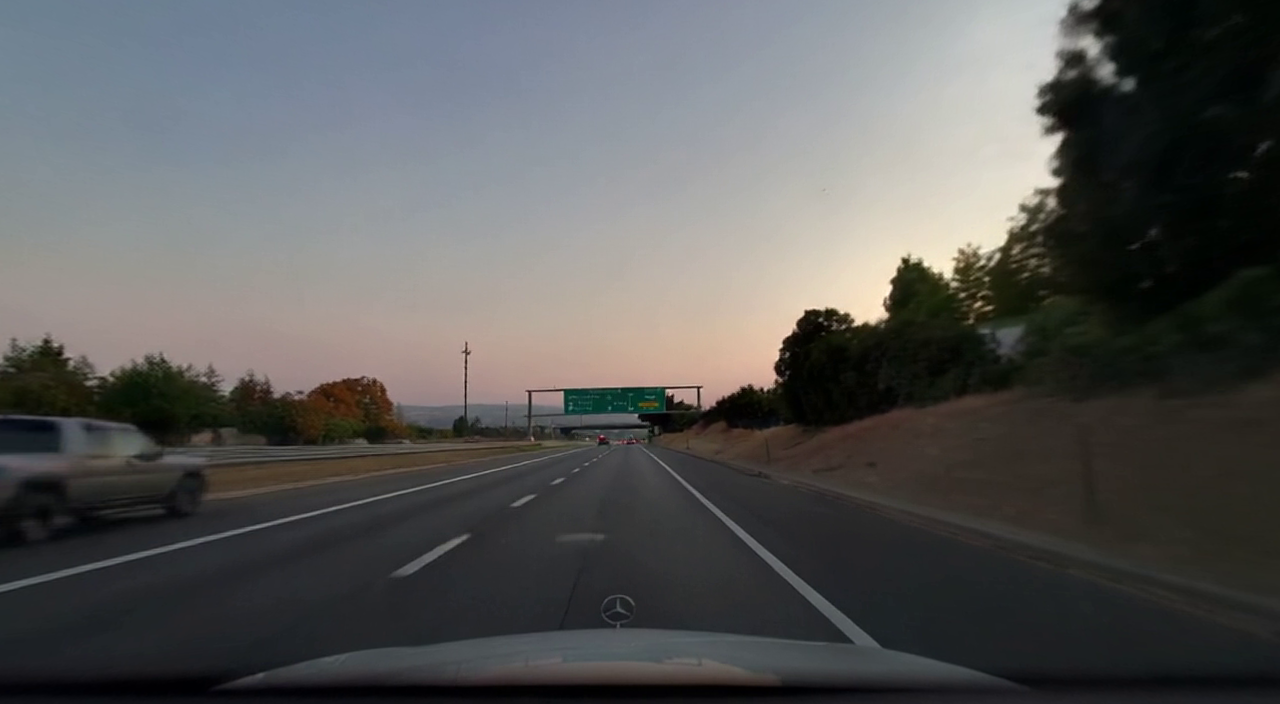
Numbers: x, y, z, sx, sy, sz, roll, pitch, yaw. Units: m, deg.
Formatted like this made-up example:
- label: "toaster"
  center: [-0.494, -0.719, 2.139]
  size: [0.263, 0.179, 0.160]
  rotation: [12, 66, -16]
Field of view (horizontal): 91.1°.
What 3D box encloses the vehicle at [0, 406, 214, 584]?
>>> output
- label: "vehicle"
  center: [-7.068, 1.425, 6.478]
  size: [2.111, 1.662, 4.630]
  rotation: [0, -8, -1]
